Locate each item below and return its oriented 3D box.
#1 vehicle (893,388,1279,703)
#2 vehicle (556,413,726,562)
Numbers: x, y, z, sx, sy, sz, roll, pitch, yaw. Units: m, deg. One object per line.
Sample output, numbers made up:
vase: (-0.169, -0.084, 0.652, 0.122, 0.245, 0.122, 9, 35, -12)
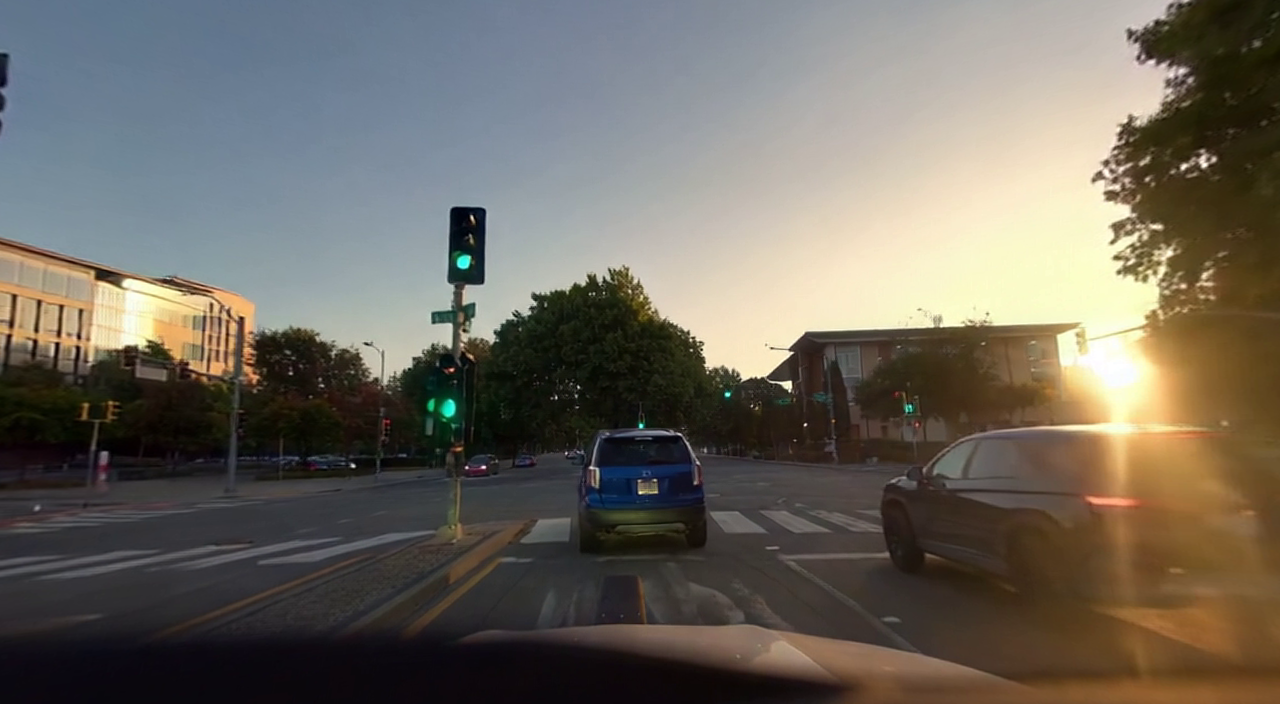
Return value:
vehicle: (3.586, 1.173, 4.189, 1.899, 1.572, 4.425, 0, -9, -1)
vehicle: (-0.063, 1.963, 9.869, 2.085, 1.807, 4.038, 0, -8, -2)
